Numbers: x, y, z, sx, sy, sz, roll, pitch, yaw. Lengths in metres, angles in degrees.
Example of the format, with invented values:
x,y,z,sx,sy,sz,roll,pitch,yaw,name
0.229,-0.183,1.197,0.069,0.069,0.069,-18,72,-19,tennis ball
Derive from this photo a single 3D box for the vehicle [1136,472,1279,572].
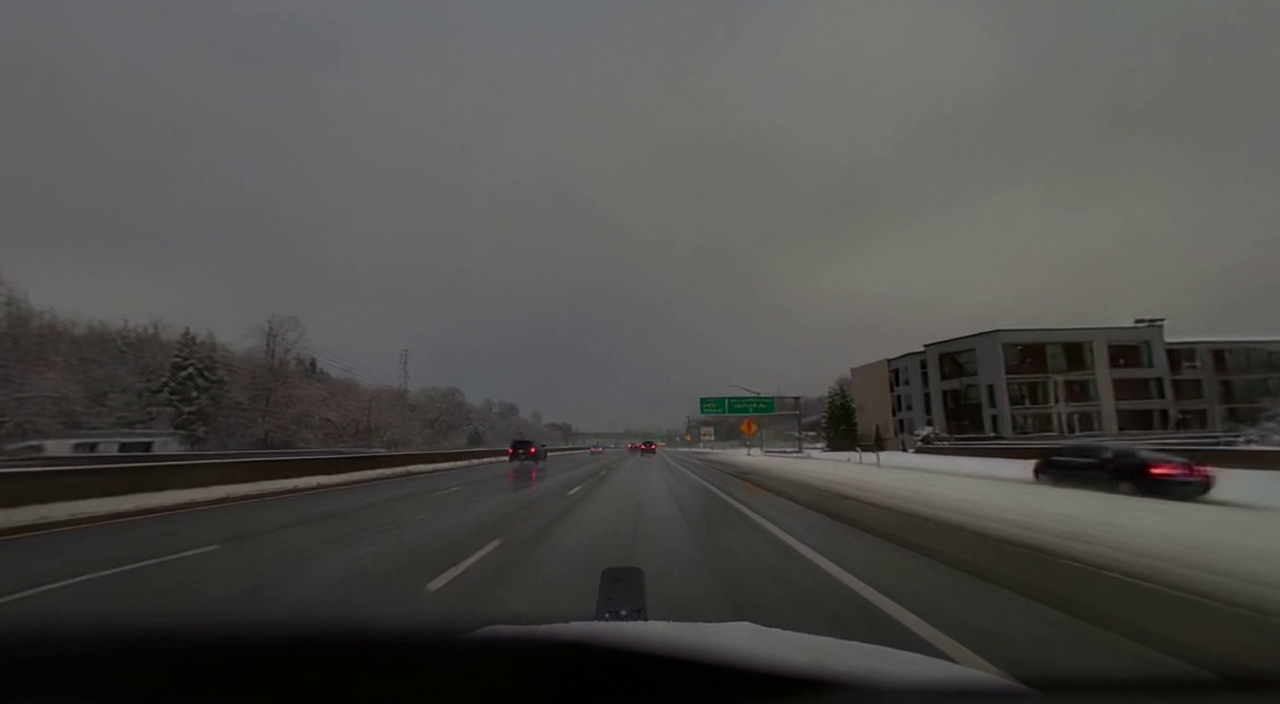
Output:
x,y,z,sx,sy,sz,roll,pitch,yaw,name
18.988,4.160,13.550,3.122,2.437,15.553,0,-8,-5,vehicle

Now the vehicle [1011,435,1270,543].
x,y,z,sx,sy,sz,roll,pitch,yaw,name
18.029,4.854,23.689,3.007,3.318,7.486,1,-8,-5,vehicle

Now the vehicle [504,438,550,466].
x,y,z,sx,sy,sz,roll,pitch,yaw,name
-7.149,6.360,40.307,2.088,1.678,4.426,0,-8,1,vehicle
